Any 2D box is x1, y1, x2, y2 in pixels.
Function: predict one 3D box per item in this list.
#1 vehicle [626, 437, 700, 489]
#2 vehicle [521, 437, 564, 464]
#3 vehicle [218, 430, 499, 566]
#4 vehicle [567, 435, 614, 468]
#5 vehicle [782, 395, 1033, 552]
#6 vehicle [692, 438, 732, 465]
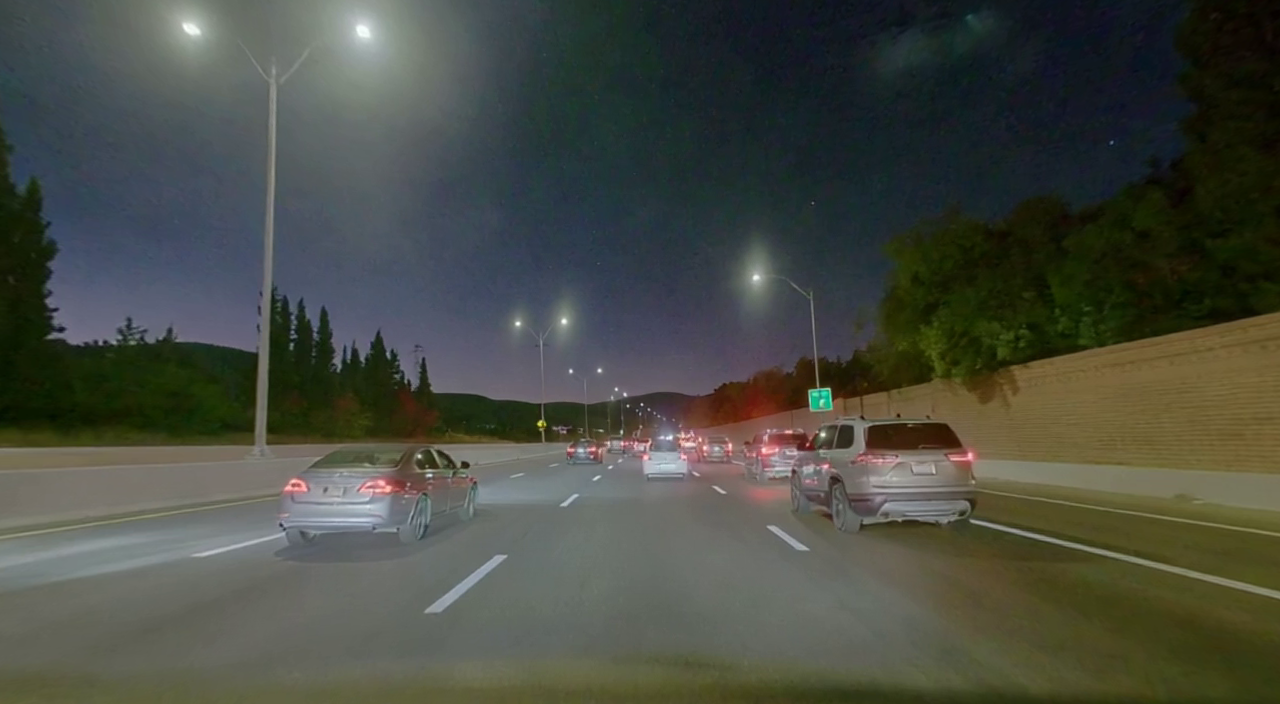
[{"bbox_3d":[0.659,3.438,19.892,2.105,1.471,3.978,0,-8,0],"label":"vehicle"},{"bbox_3d":[-6.784,6.930,44.436,2.055,1.751,4.825,0,-8,2],"label":"vehicle"},{"bbox_3d":[-3.554,1.896,9.067,1.961,1.456,4.362,0,-8,1],"label":"vehicle"},{"bbox_3d":[-2.826,5.773,36.944,2.154,1.793,4.736,0,-8,3],"label":"vehicle"},{"bbox_3d":[3.648,1.746,9.668,1.930,1.831,4.344,0,-8,0],"label":"vehicle"},{"bbox_3d":[4.132,5.755,36.628,1.855,1.513,3.915,0,-8,0],"label":"vehicle"}]
